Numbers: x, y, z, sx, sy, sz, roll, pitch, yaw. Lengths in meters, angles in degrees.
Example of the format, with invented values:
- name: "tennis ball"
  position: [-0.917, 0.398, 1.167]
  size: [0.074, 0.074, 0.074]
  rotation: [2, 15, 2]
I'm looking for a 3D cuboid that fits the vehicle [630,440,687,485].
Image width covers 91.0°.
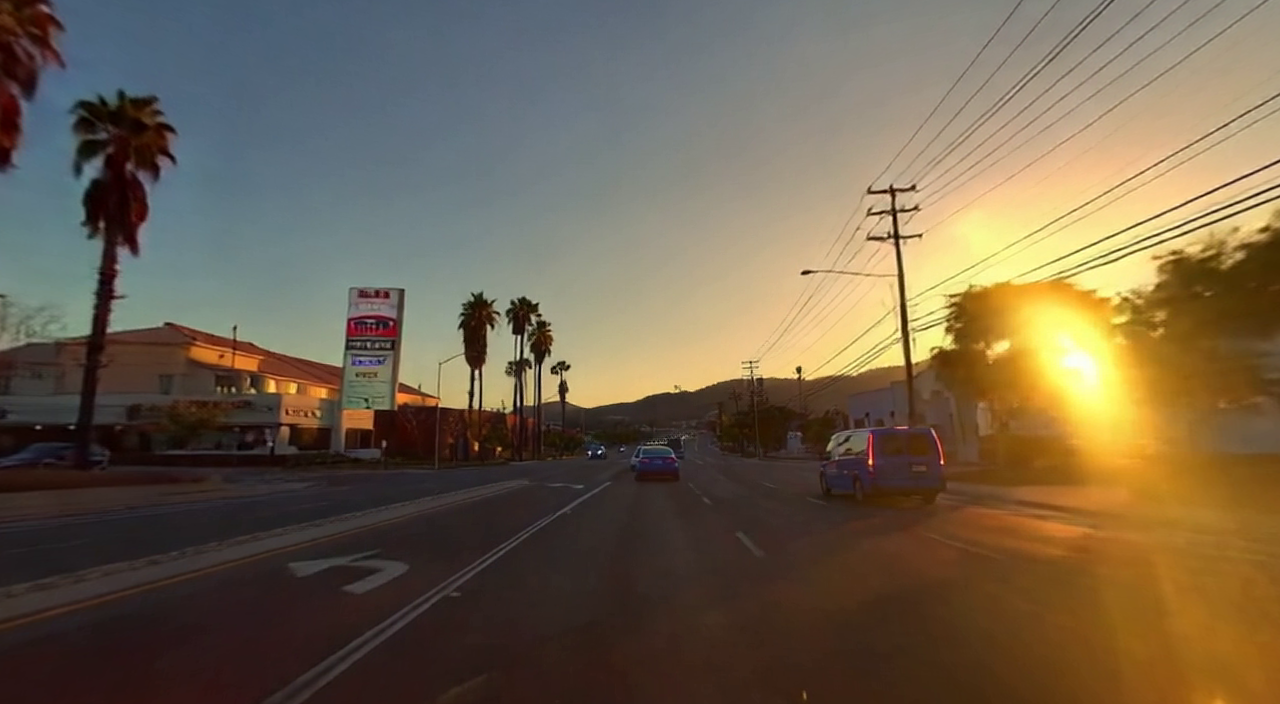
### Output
- name: "vehicle"
  position: [0.748, 4.510, 26.008]
  size: [2.138, 1.672, 4.168]
  rotation: [0, -9, 2]

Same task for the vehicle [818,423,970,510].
- name: "vehicle"
  position: [6.333, 2.905, 16.399]
  size: [2.107, 1.928, 4.471]
  rotation: [0, -9, 1]
